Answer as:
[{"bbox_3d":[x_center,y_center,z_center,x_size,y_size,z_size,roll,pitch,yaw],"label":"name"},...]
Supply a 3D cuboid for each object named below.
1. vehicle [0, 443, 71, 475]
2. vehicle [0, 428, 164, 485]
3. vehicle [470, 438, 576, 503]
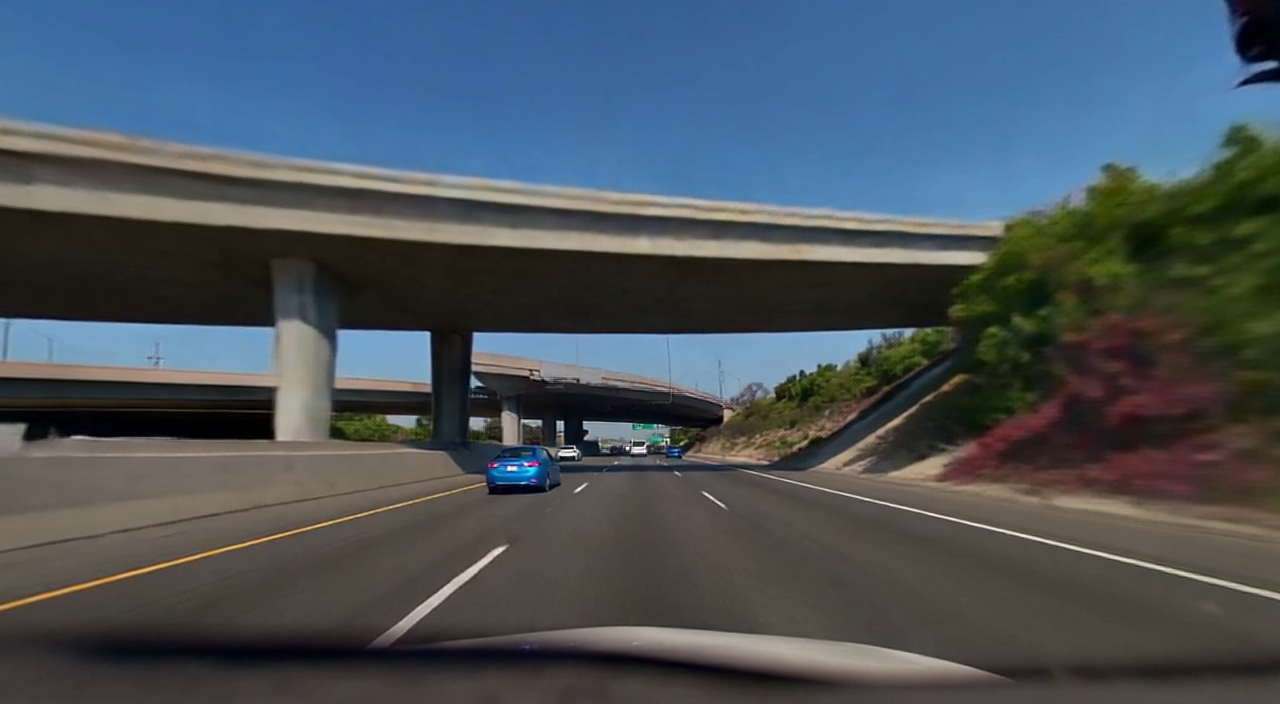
[{"bbox_3d":[-40.967,7.197,42.761,1.726,2.078,3.285,1,-9,0],"label":"vehicle"},{"bbox_3d":[-41.130,7.165,44.387,2.840,3.485,16.876,1,-8,-2],"label":"vehicle"},{"bbox_3d":[-3.063,3.217,17.623,2.029,1.557,4.570,0,-9,1],"label":"vehicle"}]
